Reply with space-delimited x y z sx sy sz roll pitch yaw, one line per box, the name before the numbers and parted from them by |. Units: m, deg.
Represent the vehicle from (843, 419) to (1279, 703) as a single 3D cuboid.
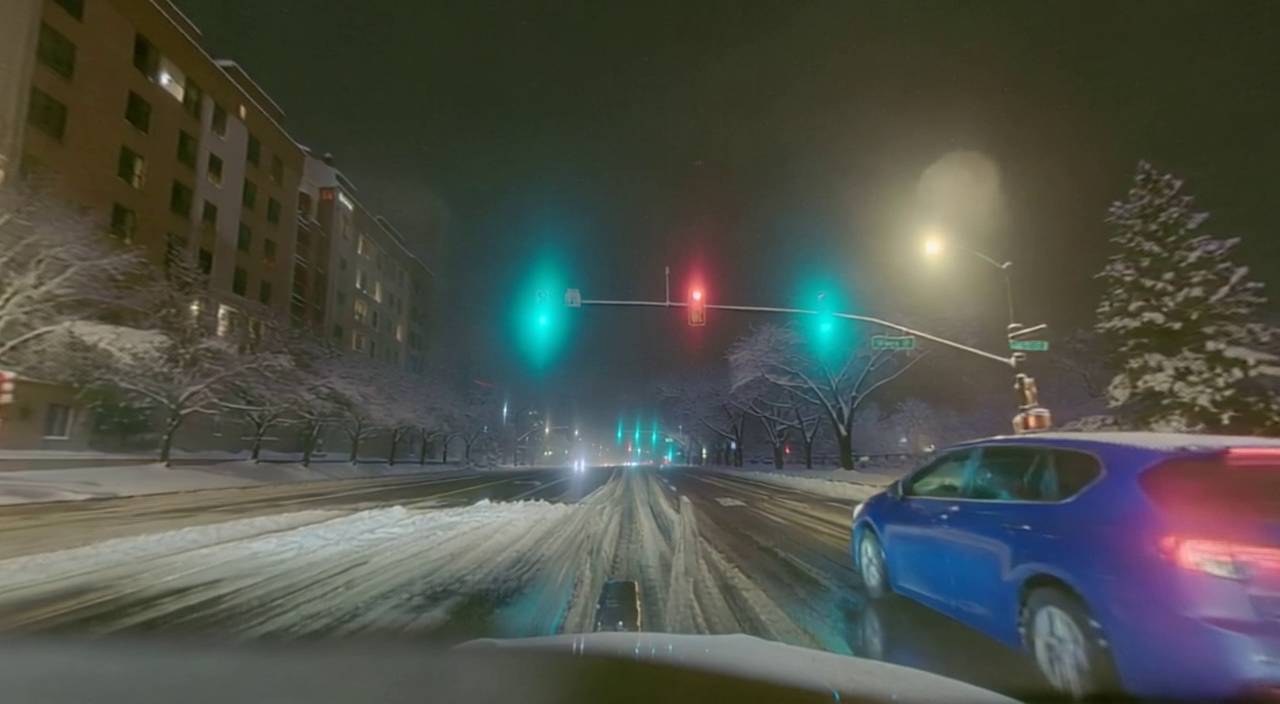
vehicle | 3.113 1.261 4.123 2.015 1.455 4.615 0 -9 0
